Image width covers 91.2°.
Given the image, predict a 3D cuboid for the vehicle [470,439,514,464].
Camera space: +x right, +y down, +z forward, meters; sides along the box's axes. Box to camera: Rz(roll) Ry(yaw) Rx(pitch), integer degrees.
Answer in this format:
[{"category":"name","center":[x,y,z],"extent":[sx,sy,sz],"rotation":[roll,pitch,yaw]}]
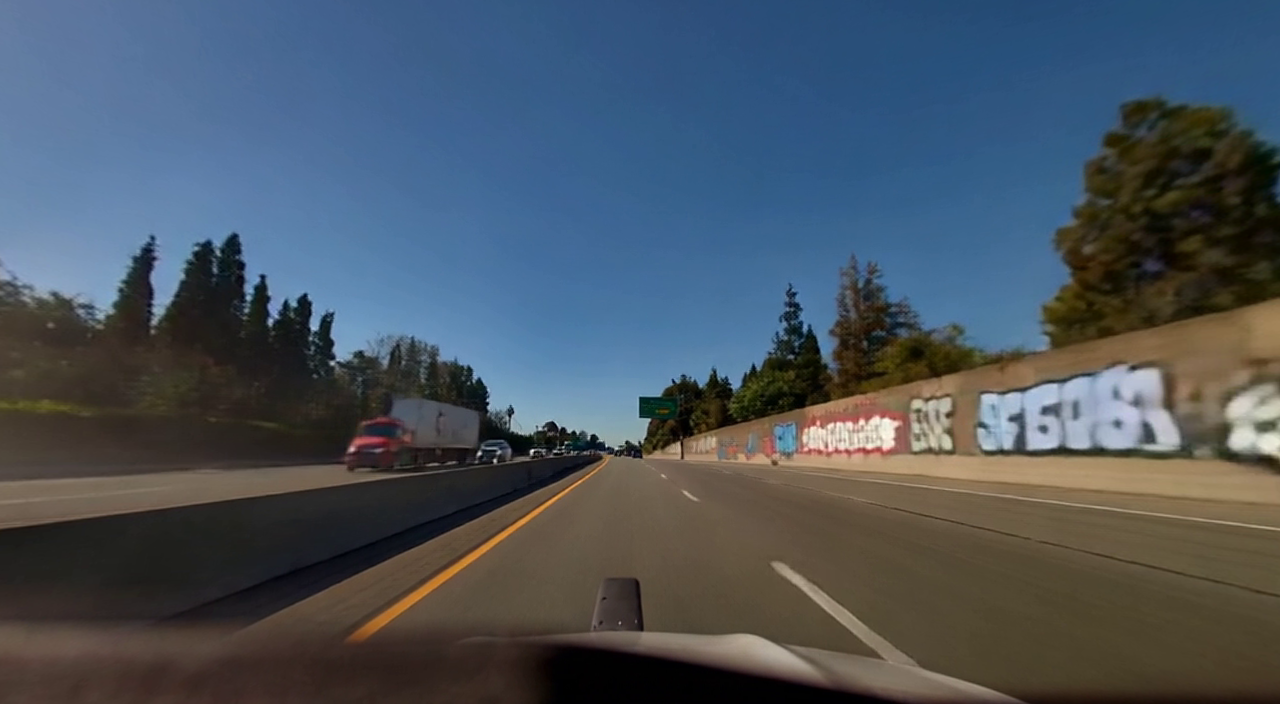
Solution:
[{"category":"vehicle","center":[-9.975,6.730,42.510],"extent":[1.978,1.542,4.321],"rotation":[0,-9,0]}]

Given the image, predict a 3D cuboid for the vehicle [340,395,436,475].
[{"category":"vehicle","center":[-14.065,4.763,35.571],"extent":[2.852,4.117,6.059],"rotation":[0,-9,-1]}]

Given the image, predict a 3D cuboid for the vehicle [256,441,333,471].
[{"category":"vehicle","center":[-19.288,5.813,35.210],"extent":[1.899,1.577,4.432],"rotation":[0,-9,-2]}]
